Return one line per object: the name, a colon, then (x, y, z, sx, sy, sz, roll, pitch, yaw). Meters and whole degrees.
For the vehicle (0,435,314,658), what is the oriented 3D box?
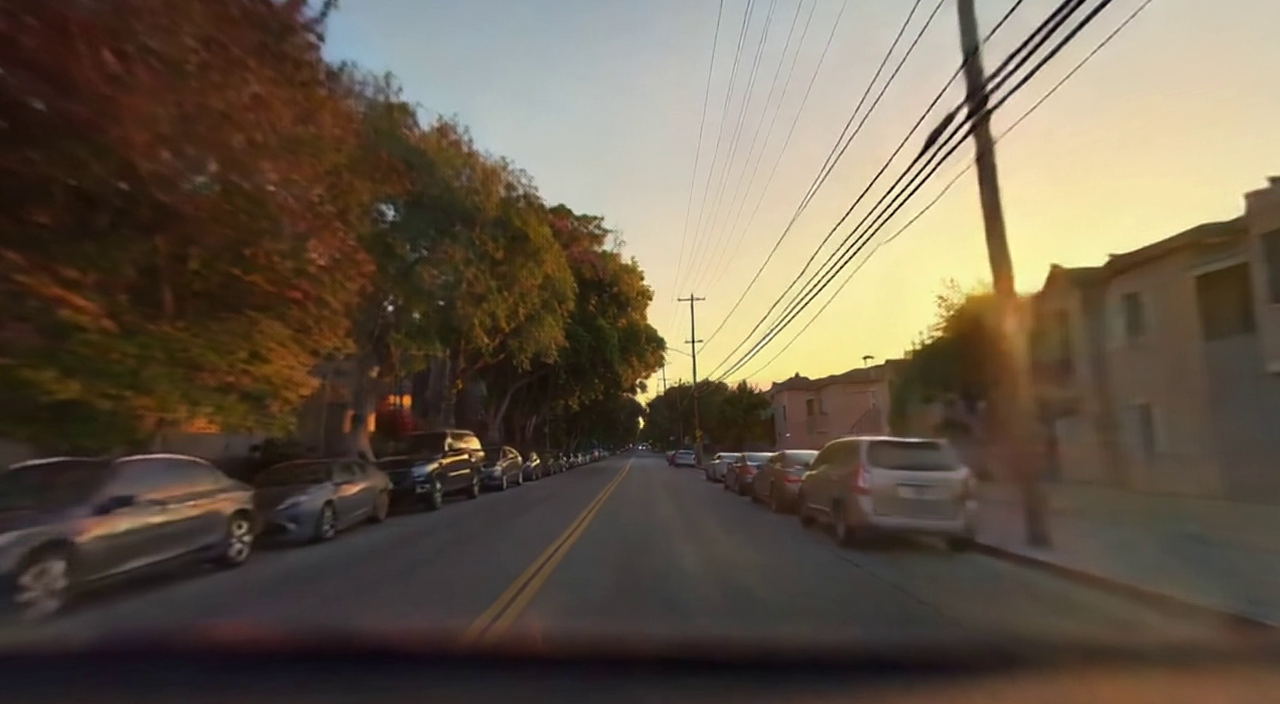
vehicle: (-6.093, 1.859, 7.102, 2.247, 1.698, 4.944, -3, -7, -1)

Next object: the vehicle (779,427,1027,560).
vehicle: (3.957, 2.200, 10.499, 2.328, 1.730, 4.225, 0, -9, 0)

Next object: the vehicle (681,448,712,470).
vehicle: (4.242, 8.116, 47.775, 1.883, 1.527, 3.828, 0, -9, -1)

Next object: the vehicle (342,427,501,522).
vehicle: (-6.039, 3.379, 18.432, 2.376, 2.219, 6.021, -2, -7, 2)
